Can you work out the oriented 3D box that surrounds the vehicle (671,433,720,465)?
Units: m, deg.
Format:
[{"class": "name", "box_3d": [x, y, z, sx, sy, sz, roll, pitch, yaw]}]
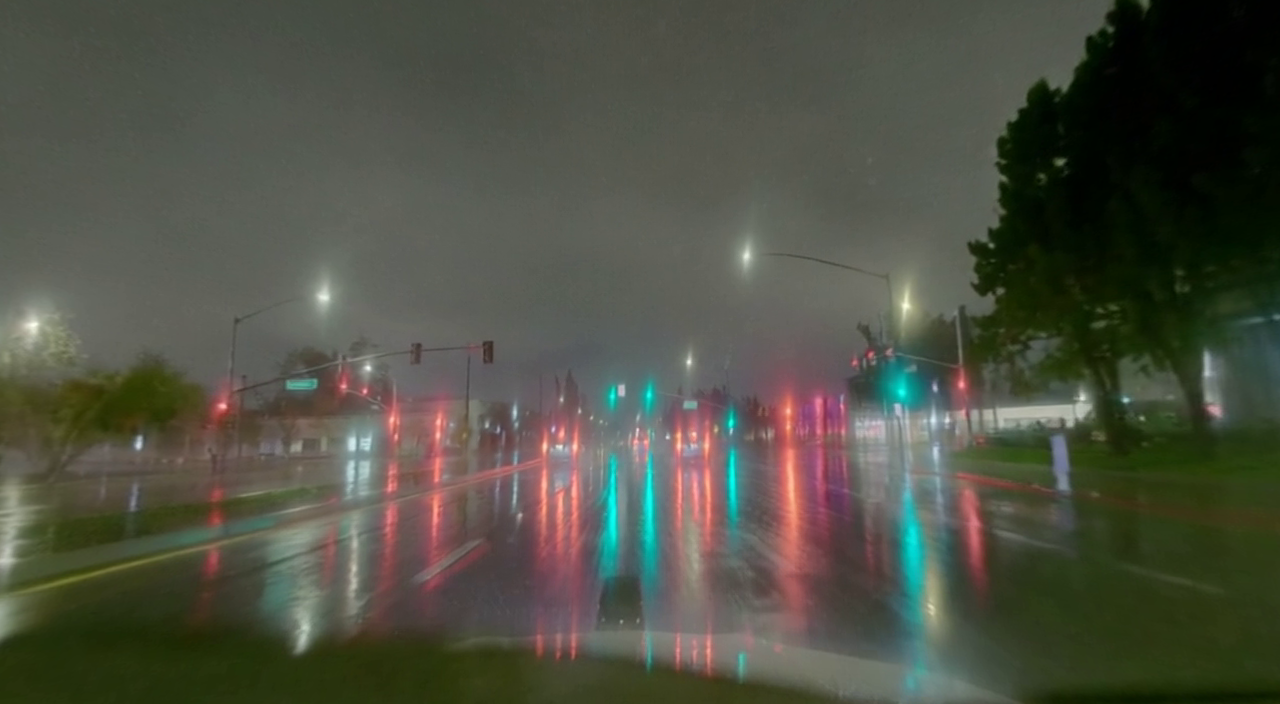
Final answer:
[{"class": "vehicle", "box_3d": [2.849, 5.134, 33.465, 2.130, 1.524, 4.722, 0, -9, 0]}]

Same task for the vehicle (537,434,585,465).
[{"class": "vehicle", "box_3d": [-4.137, 5.204, 33.861, 1.973, 1.526, 4.533, 0, -9, 0]}]
